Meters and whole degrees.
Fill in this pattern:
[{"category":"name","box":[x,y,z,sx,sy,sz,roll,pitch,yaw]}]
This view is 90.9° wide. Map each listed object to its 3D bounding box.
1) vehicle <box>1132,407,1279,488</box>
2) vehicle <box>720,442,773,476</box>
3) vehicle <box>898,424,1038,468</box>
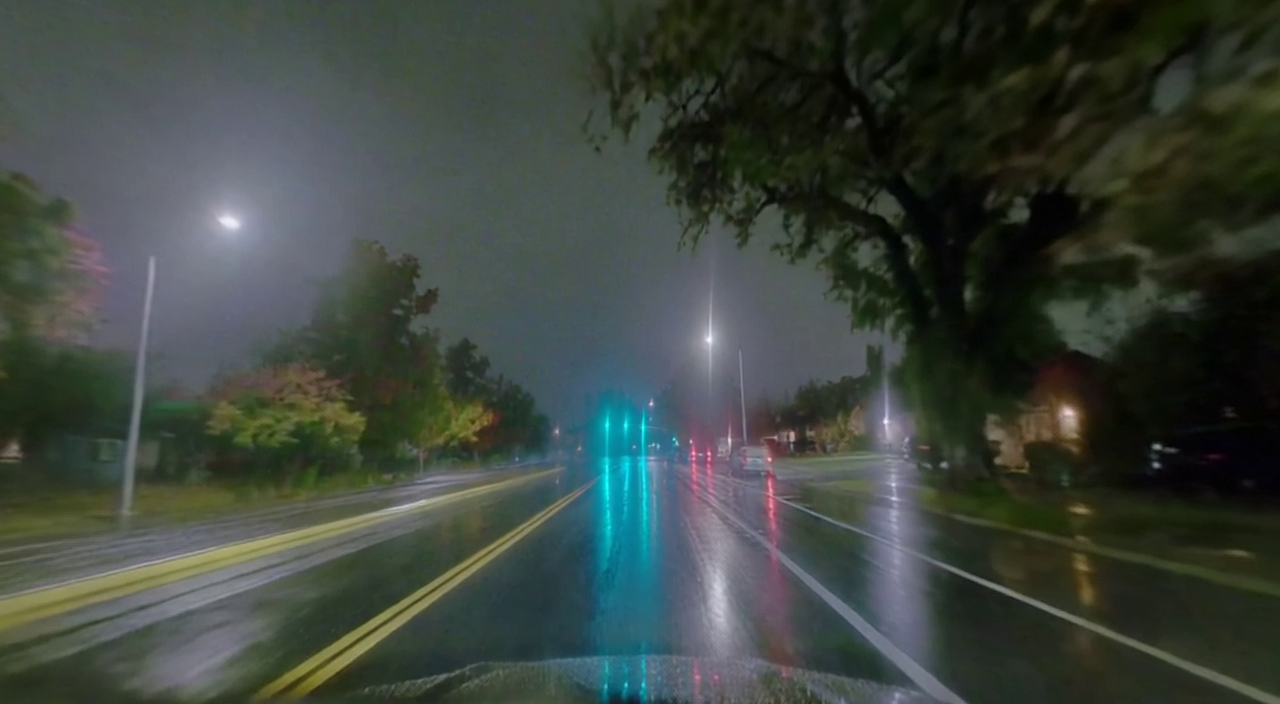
[{"category":"vehicle","box":[13.261,1.954,12.985,4.389,1.530,1.992,-1,-8,6]},{"category":"vehicle","box":[5.263,5.330,31.606,1.955,1.549,4.129,0,-8,0]},{"category":"vehicle","box":[12.946,3.744,25.129,4.476,1.686,1.878,0,-8,1]}]
